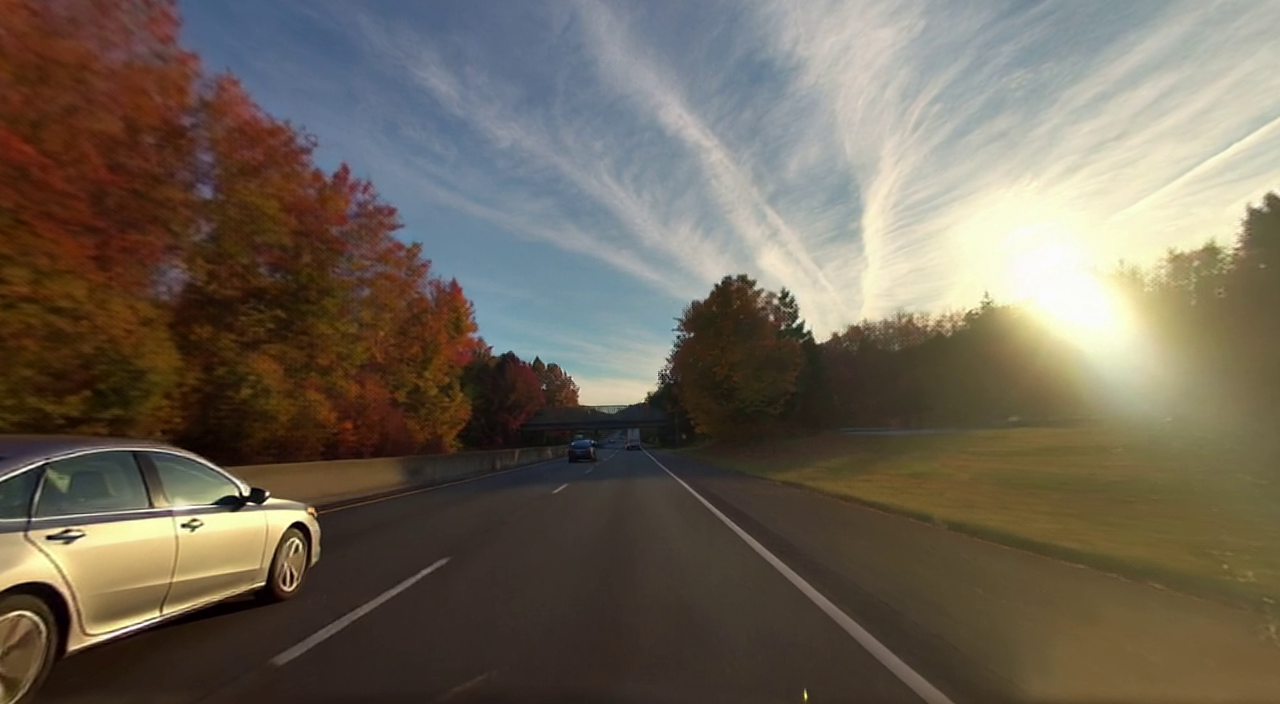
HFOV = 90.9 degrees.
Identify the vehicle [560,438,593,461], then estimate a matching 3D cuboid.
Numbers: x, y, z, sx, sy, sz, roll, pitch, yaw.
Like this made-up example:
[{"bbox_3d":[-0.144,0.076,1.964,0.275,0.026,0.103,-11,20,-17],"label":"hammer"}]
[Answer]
[{"bbox_3d":[-4.581,7.135,46.152,2.002,1.553,4.247,0,-8,-1],"label":"vehicle"}]
